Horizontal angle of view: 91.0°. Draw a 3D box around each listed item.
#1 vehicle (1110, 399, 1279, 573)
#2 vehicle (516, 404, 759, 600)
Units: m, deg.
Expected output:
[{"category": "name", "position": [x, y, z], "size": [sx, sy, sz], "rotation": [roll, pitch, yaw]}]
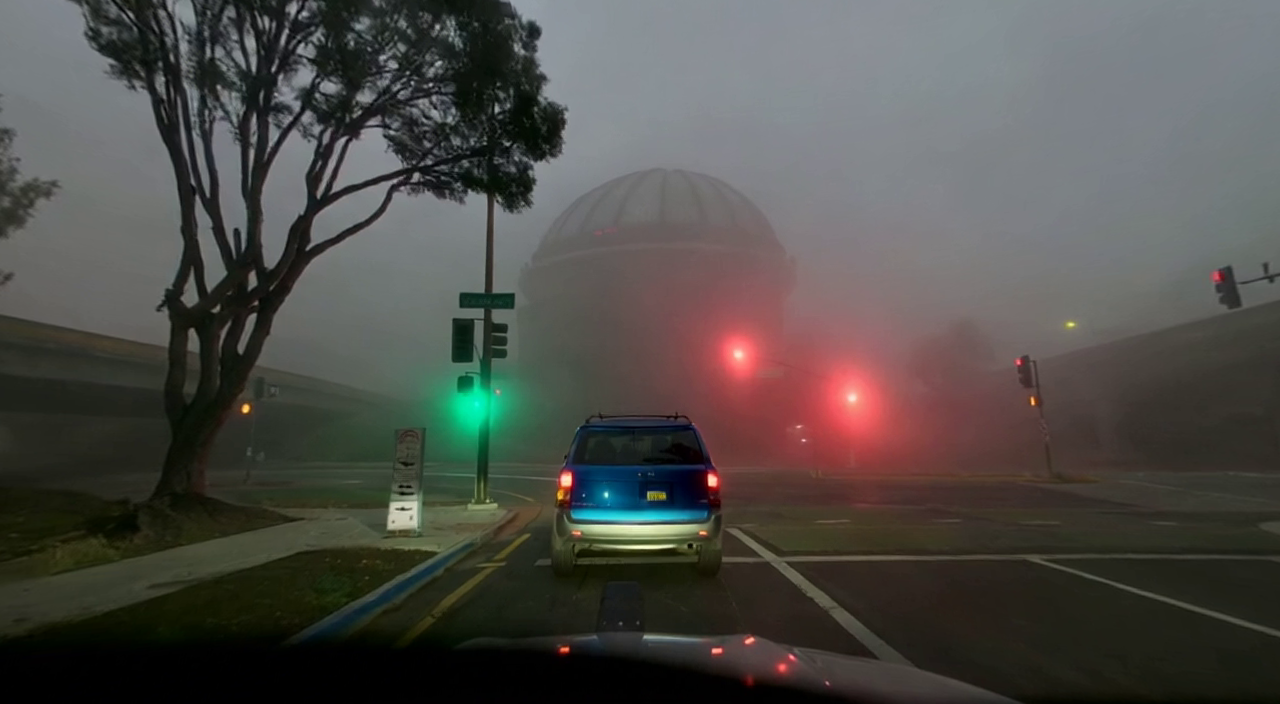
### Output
[{"category": "vehicle", "position": [7.620, 1.379, 6.452], "size": [2.055, 1.776, 4.646], "rotation": [0, -9, 1]}, {"category": "vehicle", "position": [0.015, 1.514, 7.107], "size": [1.976, 1.584, 3.772], "rotation": [0, -9, 1]}]
